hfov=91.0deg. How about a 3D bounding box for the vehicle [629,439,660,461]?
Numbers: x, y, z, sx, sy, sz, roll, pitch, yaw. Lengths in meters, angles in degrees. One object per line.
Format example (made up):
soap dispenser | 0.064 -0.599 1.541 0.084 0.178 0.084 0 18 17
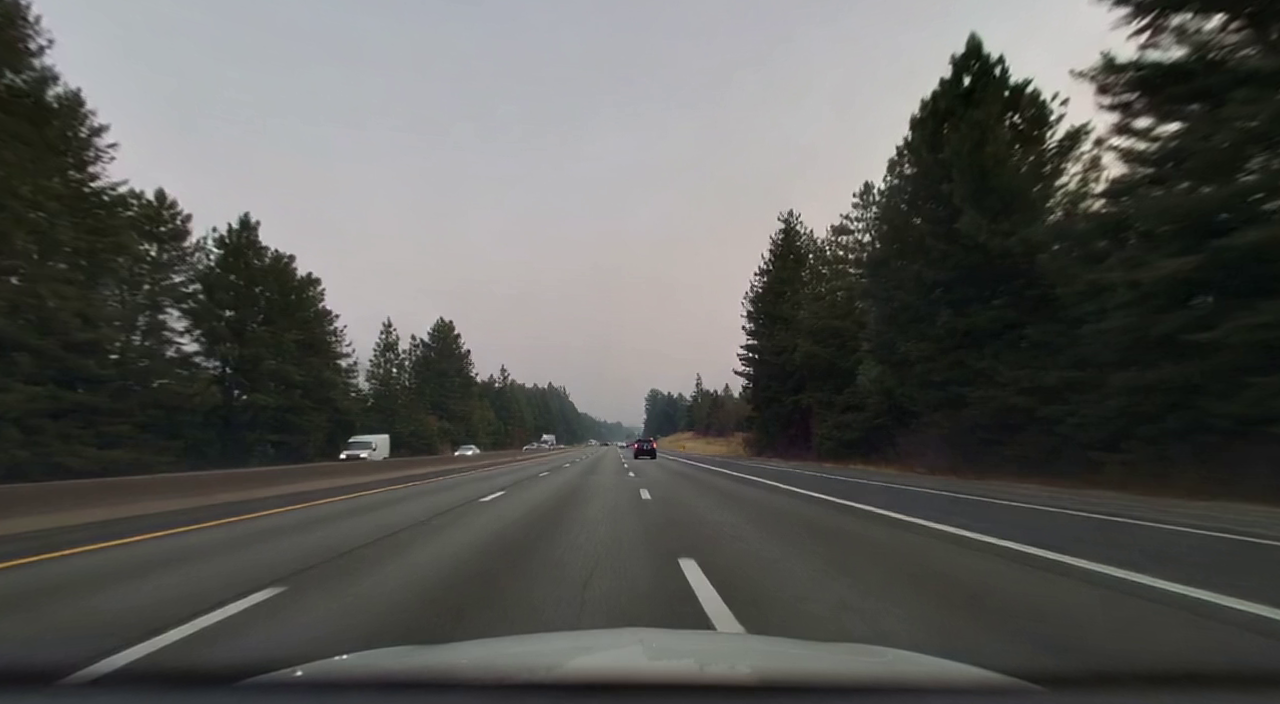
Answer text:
vehicle | 0.283 7.526 48.580 2.251 1.638 4.296 0 -8 -2

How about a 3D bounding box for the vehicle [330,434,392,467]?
vehicle | -21.704 7.685 49.244 2.308 2.388 5.775 0 -8 -2
